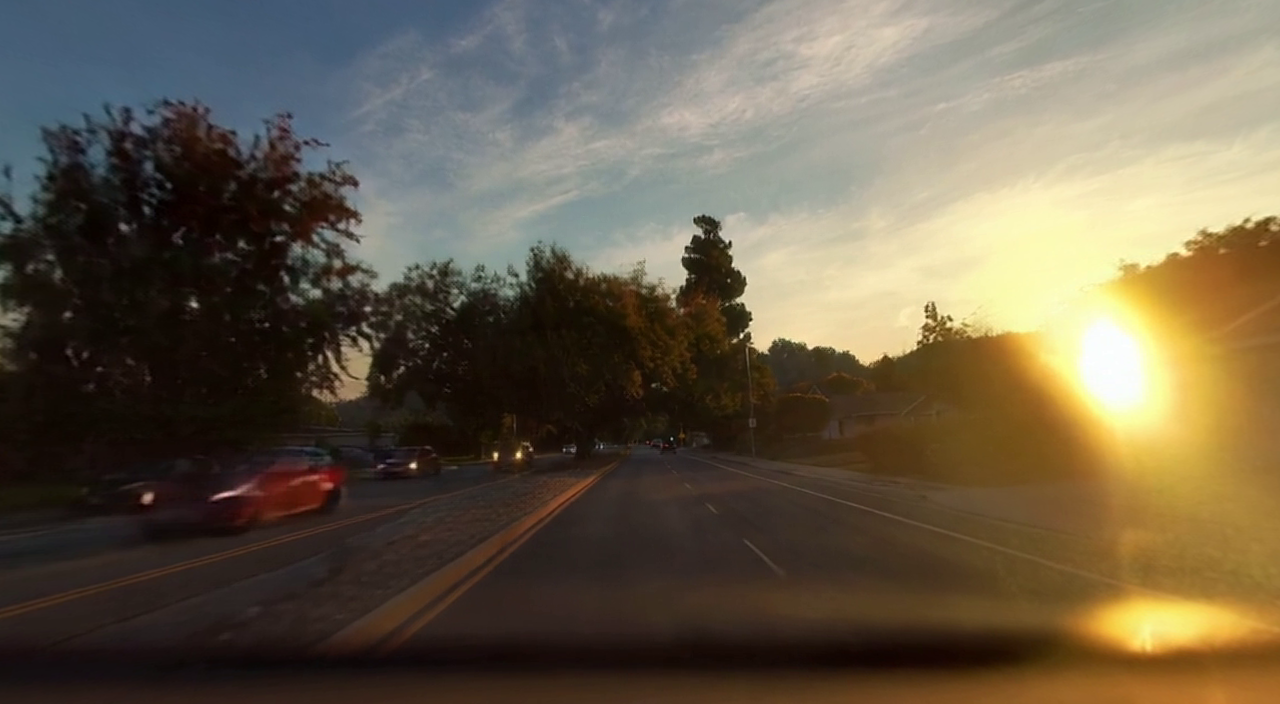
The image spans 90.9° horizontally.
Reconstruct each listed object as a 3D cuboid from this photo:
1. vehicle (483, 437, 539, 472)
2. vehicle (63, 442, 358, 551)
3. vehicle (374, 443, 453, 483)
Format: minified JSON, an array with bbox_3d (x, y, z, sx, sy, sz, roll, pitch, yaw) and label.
[{"bbox_3d":[-6.865,5.521,33.964,2.000,1.738,4.251,0,-9,2],"label":"vehicle"},{"bbox_3d":[-6.921,2.328,10.910,1.975,1.481,4.318,0,-9,1],"label":"vehicle"},{"bbox_3d":[-10.341,5.070,29.097,2.006,1.672,4.314,0,-9,0],"label":"vehicle"}]
